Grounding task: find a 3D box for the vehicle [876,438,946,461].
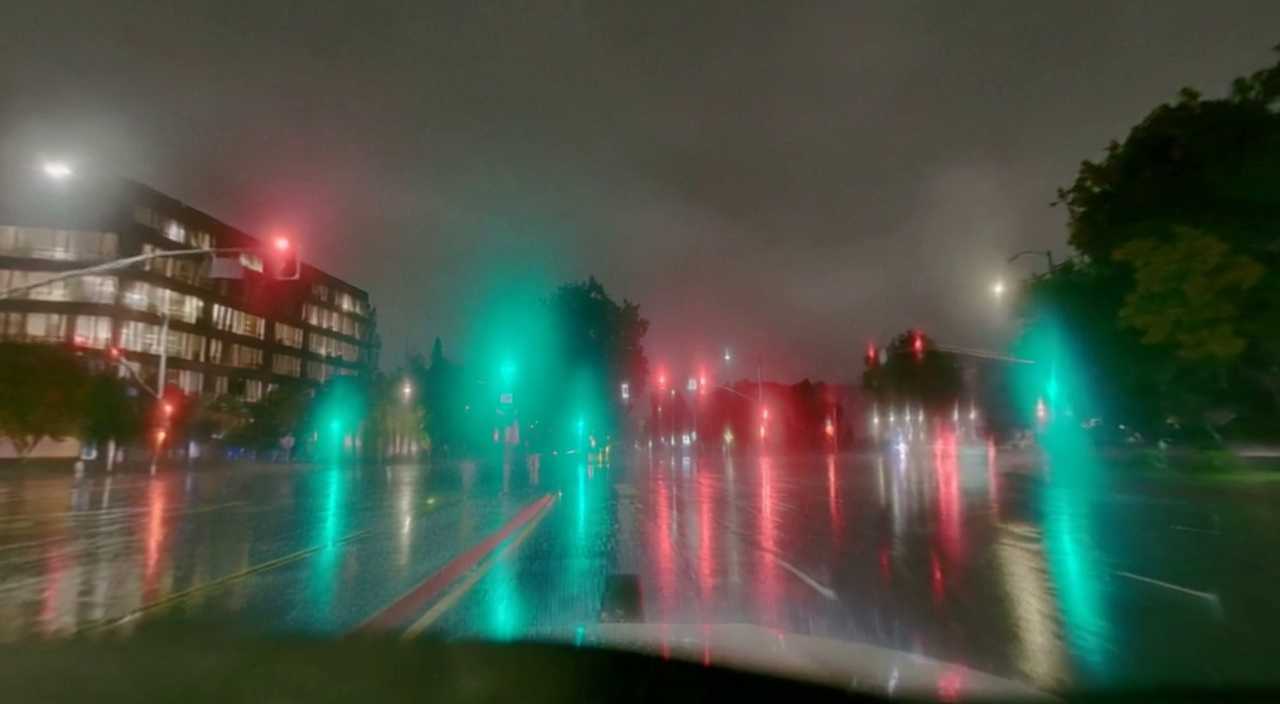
[{"bbox_3d":[20.491,7.347,47.540,4.769,1.634,1.884,3,-9,-21],"label":"vehicle"}]
